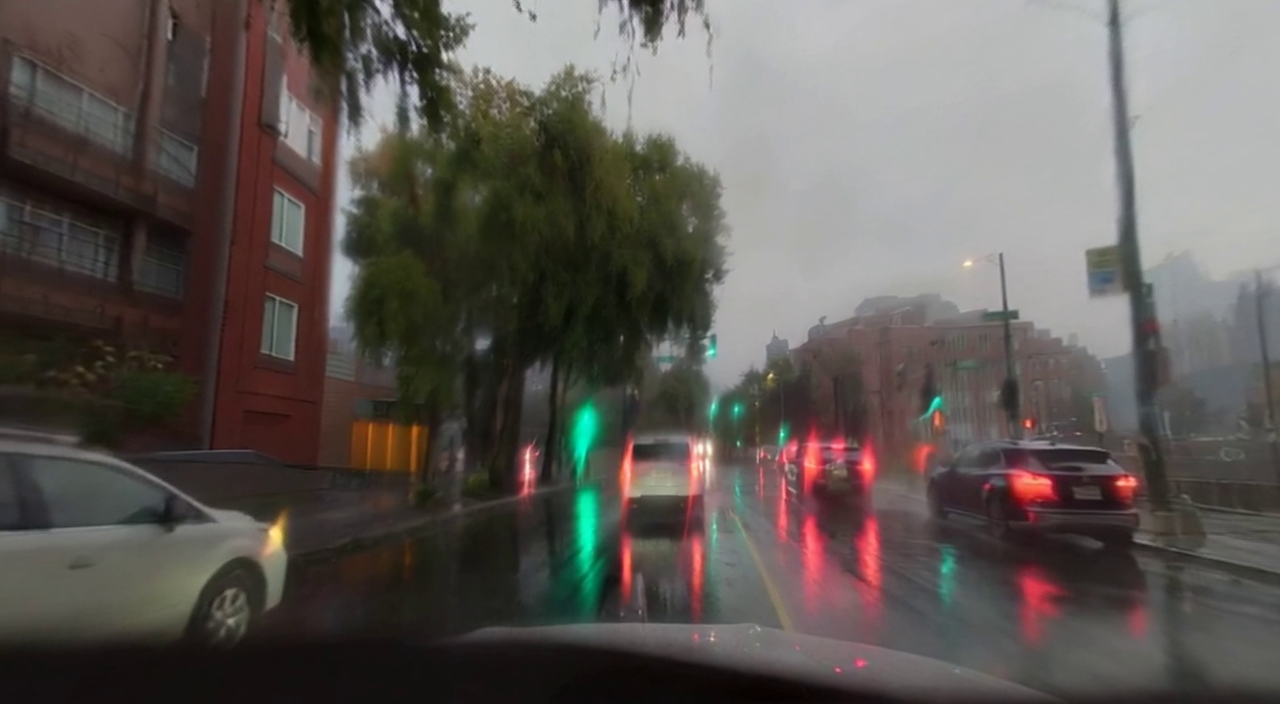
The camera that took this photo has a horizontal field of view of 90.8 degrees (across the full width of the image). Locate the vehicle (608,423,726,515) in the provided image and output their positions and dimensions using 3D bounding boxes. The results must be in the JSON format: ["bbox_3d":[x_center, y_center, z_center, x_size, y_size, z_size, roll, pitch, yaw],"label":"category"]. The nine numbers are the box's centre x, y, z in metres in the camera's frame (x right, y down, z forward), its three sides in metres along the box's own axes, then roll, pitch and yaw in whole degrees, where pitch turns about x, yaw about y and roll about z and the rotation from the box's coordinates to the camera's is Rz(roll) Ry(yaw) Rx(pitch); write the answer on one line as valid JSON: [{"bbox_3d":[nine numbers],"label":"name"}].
[{"bbox_3d":[0.863,2.763,15.451,2.333,1.832,5.200,-1,-9,8],"label":"vehicle"}]

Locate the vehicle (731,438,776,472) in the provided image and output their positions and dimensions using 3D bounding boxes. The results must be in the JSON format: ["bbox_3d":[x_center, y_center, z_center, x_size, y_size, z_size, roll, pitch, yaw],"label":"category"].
[{"bbox_3d":[6.122,5.616,34.503,2.111,1.705,4.093,-1,-9,6],"label":"vehicle"}]

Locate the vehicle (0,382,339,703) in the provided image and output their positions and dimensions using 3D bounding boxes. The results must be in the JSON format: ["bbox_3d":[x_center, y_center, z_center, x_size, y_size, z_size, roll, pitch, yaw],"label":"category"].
[{"bbox_3d":[-4.007,1.115,3.492,2.013,1.772,4.439,-1,-9,8],"label":"vehicle"}]

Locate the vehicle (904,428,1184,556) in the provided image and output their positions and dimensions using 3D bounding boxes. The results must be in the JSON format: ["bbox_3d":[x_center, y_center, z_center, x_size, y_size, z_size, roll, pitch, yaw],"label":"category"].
[{"bbox_3d":[6.951,2.427,11.871,2.093,1.815,5.441,-1,-9,6],"label":"vehicle"}]

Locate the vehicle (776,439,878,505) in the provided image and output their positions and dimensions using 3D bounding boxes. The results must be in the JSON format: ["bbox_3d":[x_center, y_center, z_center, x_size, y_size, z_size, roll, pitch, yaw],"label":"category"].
[{"bbox_3d":[5.131,3.321,17.950,2.111,1.619,4.077,-1,-9,7],"label":"vehicle"}]
